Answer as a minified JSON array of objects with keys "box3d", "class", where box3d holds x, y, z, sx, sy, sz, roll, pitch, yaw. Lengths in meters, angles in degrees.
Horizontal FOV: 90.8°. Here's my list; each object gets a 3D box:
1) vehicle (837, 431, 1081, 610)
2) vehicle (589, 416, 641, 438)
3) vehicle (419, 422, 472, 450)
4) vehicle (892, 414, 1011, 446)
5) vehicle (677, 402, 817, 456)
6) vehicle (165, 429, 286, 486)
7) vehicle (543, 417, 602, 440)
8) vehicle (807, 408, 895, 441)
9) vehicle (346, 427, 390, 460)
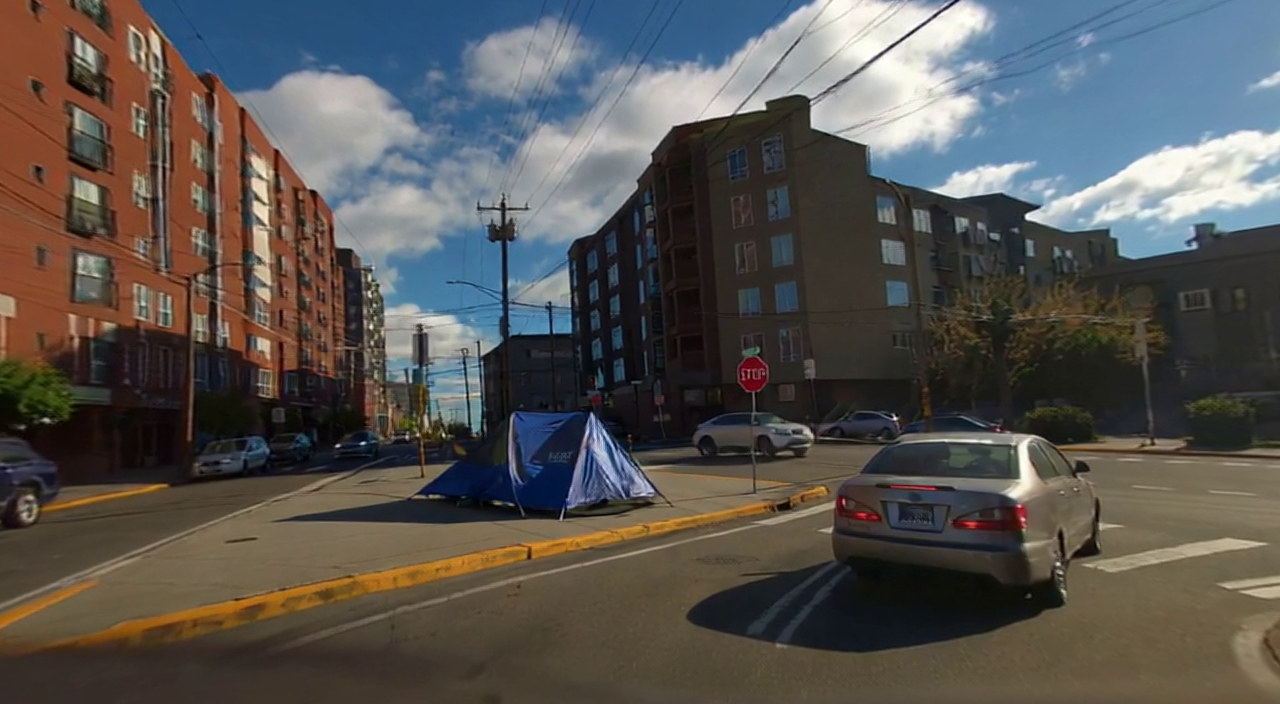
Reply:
[{"box3d":[4.303,1.894,8.174,1.945,1.647,4.160,-7,-10,37],"class":"vehicle"},{"box3d":[-1.903,5.643,47.095,1.768,1.492,4.090,6,-11,-38],"class":"vehicle"},{"box3d":[-13.088,5.659,42.357,1.870,1.724,4.320,6,-11,-38],"class":"vehicle"},{"box3d":[15.116,3.852,30.875,1.824,1.414,4.820,7,-11,-41],"class":"vehicle"},{"box3d":[4.286,3.229,26.290,2.152,1.970,5.506,4,-9,-41],"class":"vehicle"},{"box3d":[-14.988,3.822,23.255,2.054,1.800,5.212,2,-9,-15],"class":"vehicle"},{"box3d":[-4.867,5.487,45.117,2.089,1.506,4.641,6,-10,-37],"class":"vehicle"},{"box3d":[11.632,4.081,35.058,1.805,1.694,4.214,7,-11,-39],"class":"vehicle"},{"box3d":[-15.522,5.256,36.238,1.987,1.686,3.971,0,-8,-19],"class":"vehicle"}]
